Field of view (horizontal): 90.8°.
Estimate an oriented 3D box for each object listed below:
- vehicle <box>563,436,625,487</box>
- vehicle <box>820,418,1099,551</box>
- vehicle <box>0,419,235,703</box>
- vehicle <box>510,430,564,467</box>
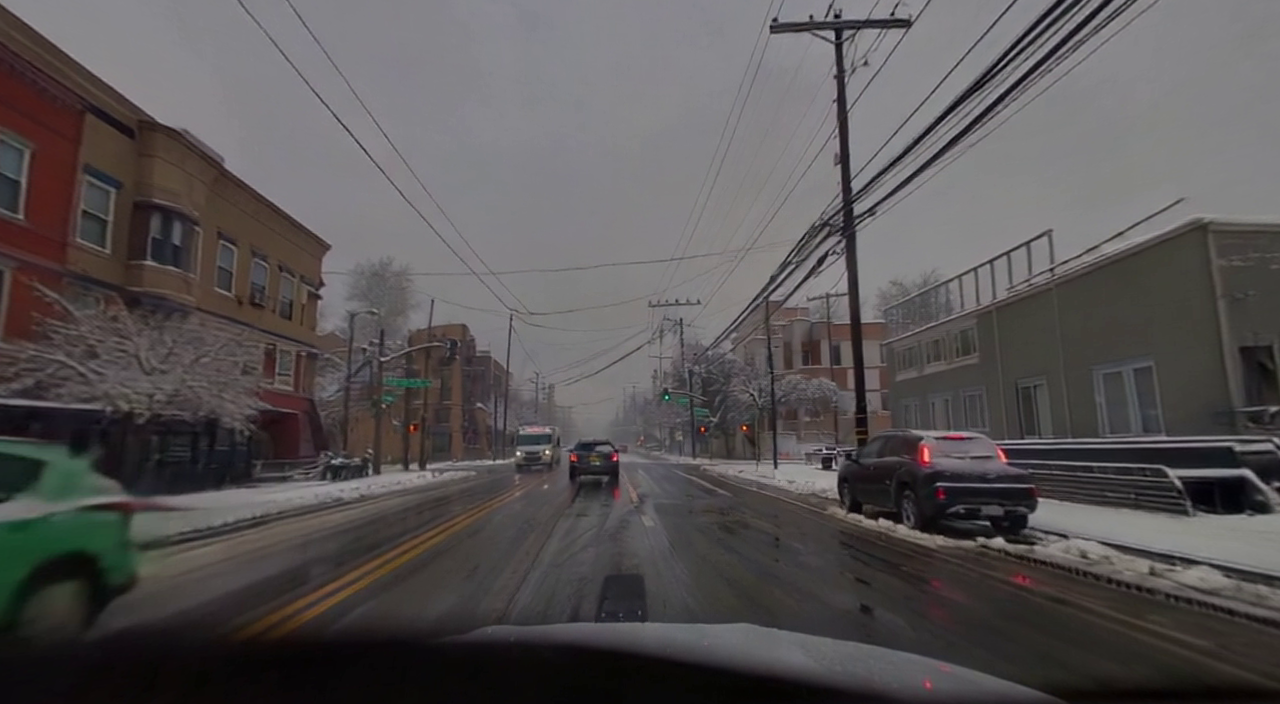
[{"bbox_3d":[-1.577,3.866,22.589,1.980,1.635,3.795,1,-8,-2],"label":"vehicle"},{"bbox_3d":[5.508,2.367,12.151,2.197,1.917,5.637,1,-9,-3],"label":"vehicle"},{"bbox_3d":[-4.382,1.064,3.031,2.181,1.500,4.319,1,-9,-3],"label":"vehicle"},{"bbox_3d":[-7.132,6.807,44.634,2.704,2.334,7.209,0,-9,-1],"label":"vehicle"}]
